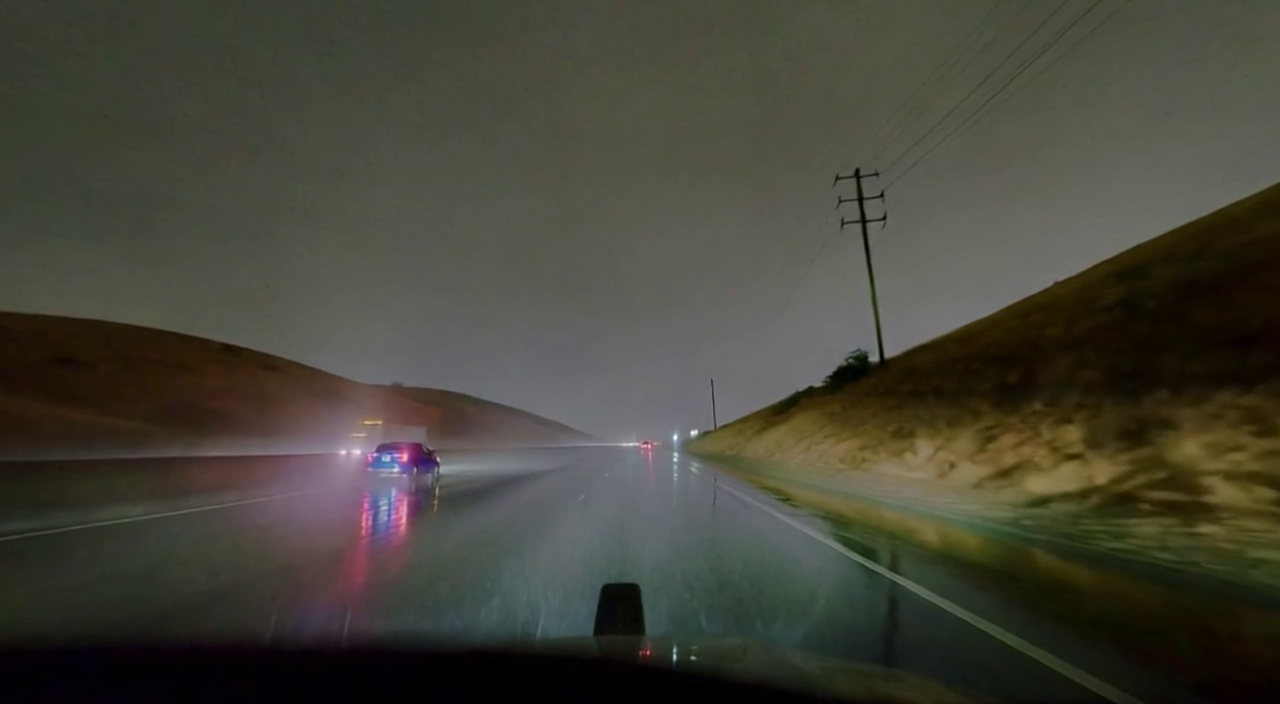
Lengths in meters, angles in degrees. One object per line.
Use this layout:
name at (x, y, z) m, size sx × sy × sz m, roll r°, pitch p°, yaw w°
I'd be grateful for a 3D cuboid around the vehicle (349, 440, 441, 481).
vehicle at (-10.349, 4.607, 27.057) m, size 1.971 × 1.558 × 4.847 m, roll 0°, pitch -8°, yaw 0°
